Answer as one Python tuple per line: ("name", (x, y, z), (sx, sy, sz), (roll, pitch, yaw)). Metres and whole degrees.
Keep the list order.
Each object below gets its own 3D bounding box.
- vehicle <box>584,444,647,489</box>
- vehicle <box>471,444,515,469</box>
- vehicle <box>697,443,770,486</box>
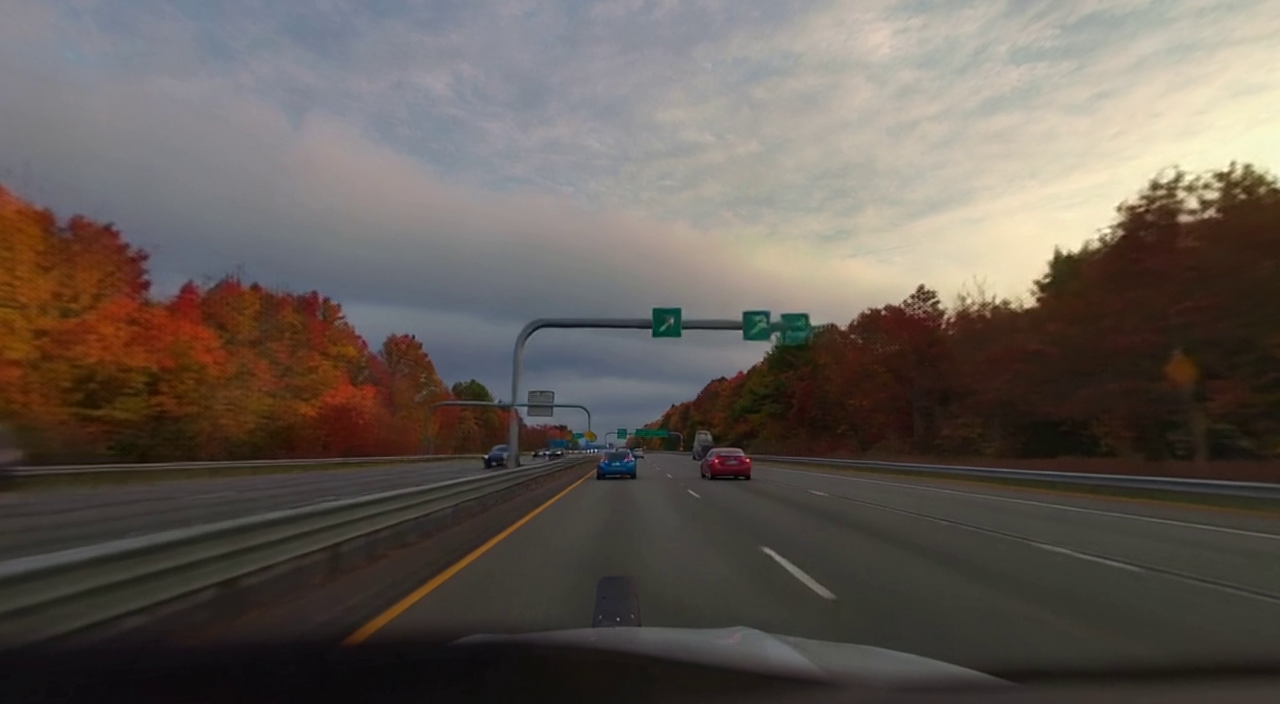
("vehicle", (-0.866, 4.243, 23.535), (2.128, 1.516, 4.410), (0, -9, -1))
("vehicle", (-9.595, 6.853, 41.281), (1.933, 1.510, 4.352), (0, -9, -2))
("vehicle", (3.694, 4.540, 25.584), (2.300, 1.595, 4.144), (-1, -9, 0))
